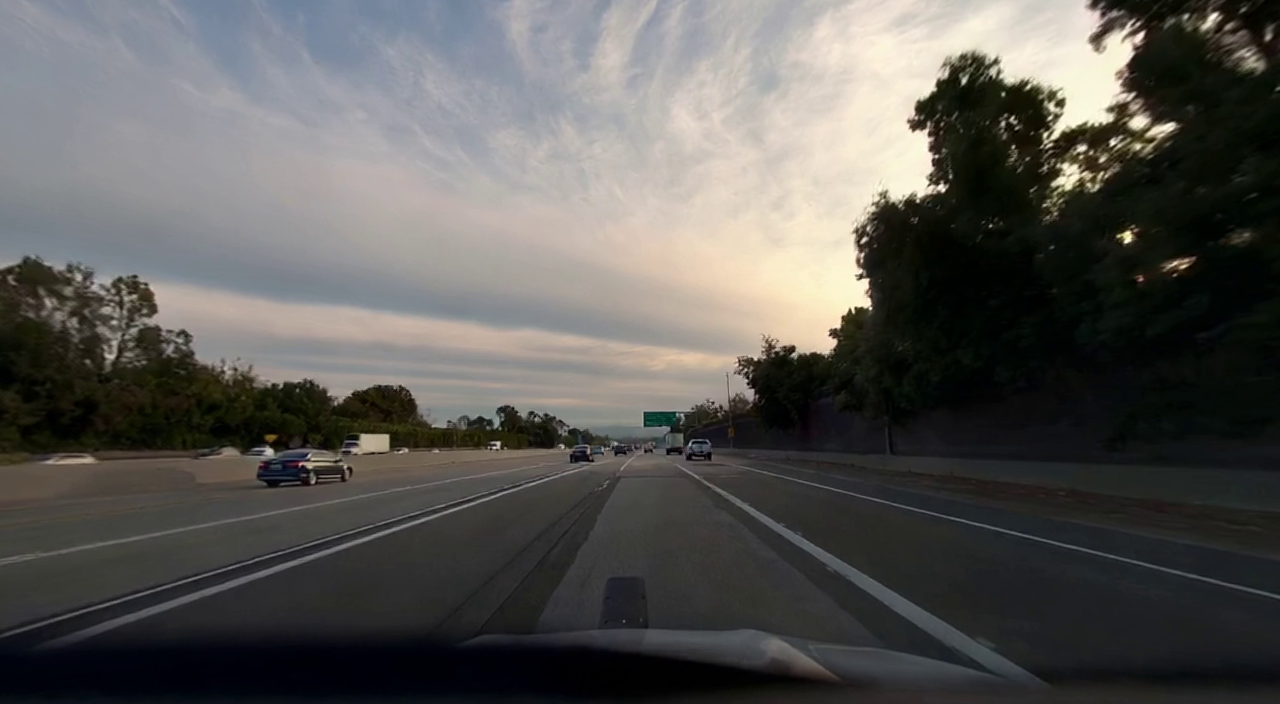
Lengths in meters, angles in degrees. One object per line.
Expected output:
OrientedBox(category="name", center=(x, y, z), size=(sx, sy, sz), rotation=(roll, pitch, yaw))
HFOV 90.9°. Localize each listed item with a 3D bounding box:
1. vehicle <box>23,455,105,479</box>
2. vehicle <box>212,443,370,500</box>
OrientedBox(category="vehicle", center=(-40.336, 8.043, 44.268), size=(1.707, 1.471, 4.165), rotation=(0, -8, 2))
OrientedBox(category="vehicle", center=(-10.014, 3.427, 18.610), size=(1.899, 1.465, 4.589), rotation=(0, -8, 2))
